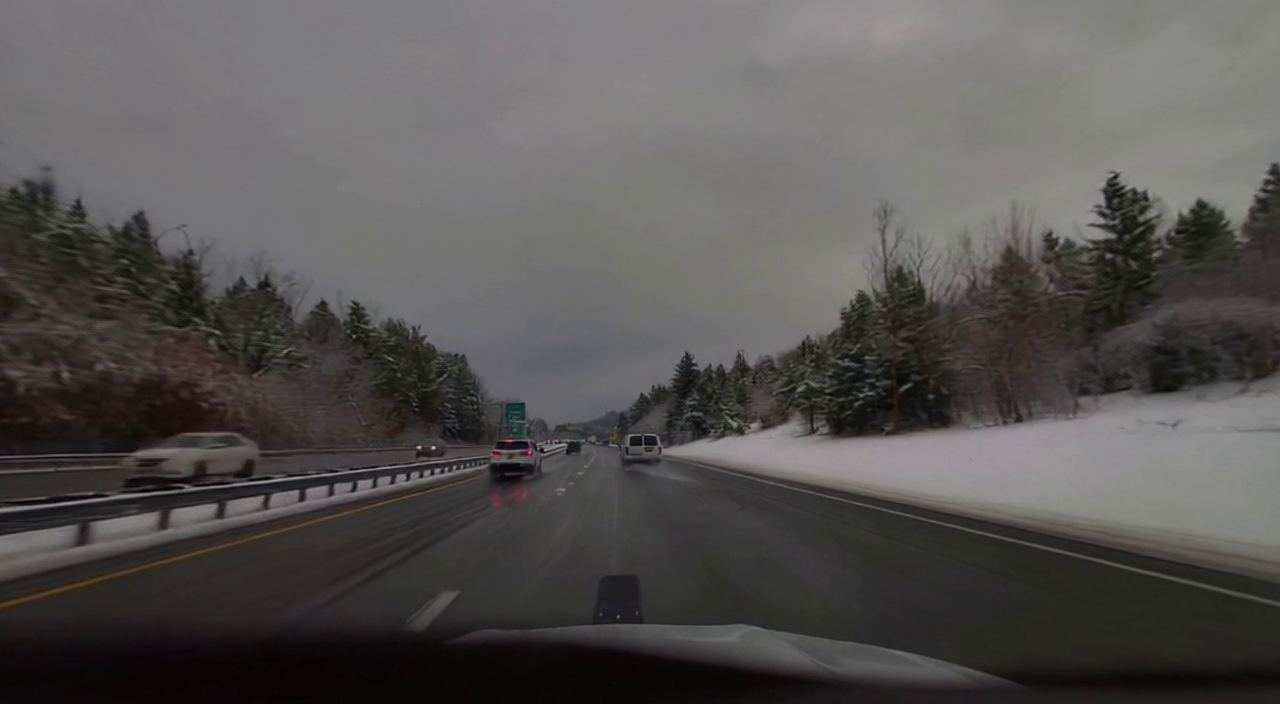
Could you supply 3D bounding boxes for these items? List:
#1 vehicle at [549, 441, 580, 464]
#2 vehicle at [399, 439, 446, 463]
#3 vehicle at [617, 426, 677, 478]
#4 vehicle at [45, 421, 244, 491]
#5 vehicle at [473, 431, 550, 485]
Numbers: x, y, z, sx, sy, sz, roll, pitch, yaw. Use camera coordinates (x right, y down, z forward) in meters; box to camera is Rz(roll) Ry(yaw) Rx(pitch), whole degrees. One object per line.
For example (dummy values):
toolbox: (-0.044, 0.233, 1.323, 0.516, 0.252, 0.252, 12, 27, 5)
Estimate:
vehicle: (-5.379, 7.231, 45.205, 1.809, 1.510, 4.235, 0, -9, -2)
vehicle: (-15.016, 6.871, 43.504, 1.912, 1.511, 4.174, 0, -9, -2)
vehicle: (0.192, 4.111, 25.860, 2.179, 1.930, 4.538, 0, -9, -3)
vehicle: (-13.332, 2.848, 17.325, 1.915, 1.638, 4.443, 0, -9, -1)
vehicle: (-4.478, 3.780, 22.523, 1.963, 1.711, 4.284, 0, -9, -2)
